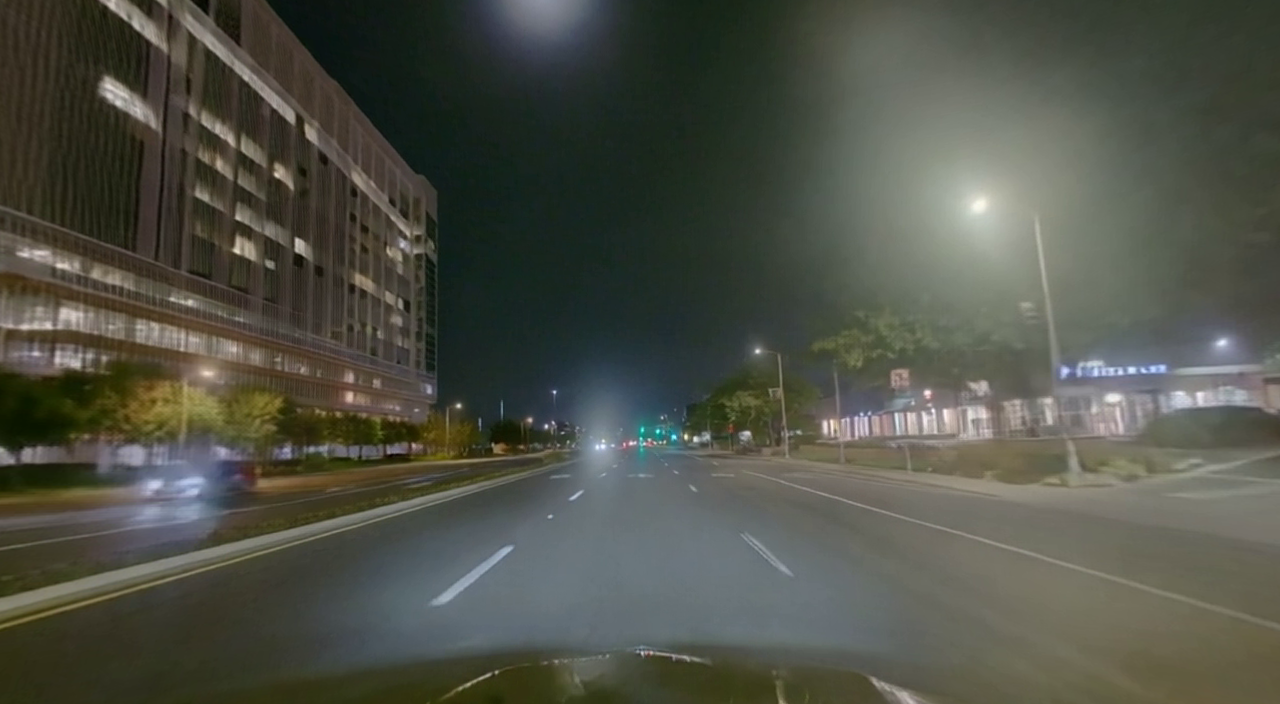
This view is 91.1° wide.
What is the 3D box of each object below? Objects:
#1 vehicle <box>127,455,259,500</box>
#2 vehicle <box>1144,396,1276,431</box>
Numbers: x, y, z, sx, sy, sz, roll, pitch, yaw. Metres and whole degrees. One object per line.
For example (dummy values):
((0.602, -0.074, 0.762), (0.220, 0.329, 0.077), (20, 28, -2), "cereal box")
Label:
((-17.323, 4.857, 24.642), (1.961, 1.525, 4.332), (0, -8, 0), "vehicle")
((30.170, 3.342, 33.427), (1.979, 1.592, 4.711), (4, -9, -24), "vehicle")
